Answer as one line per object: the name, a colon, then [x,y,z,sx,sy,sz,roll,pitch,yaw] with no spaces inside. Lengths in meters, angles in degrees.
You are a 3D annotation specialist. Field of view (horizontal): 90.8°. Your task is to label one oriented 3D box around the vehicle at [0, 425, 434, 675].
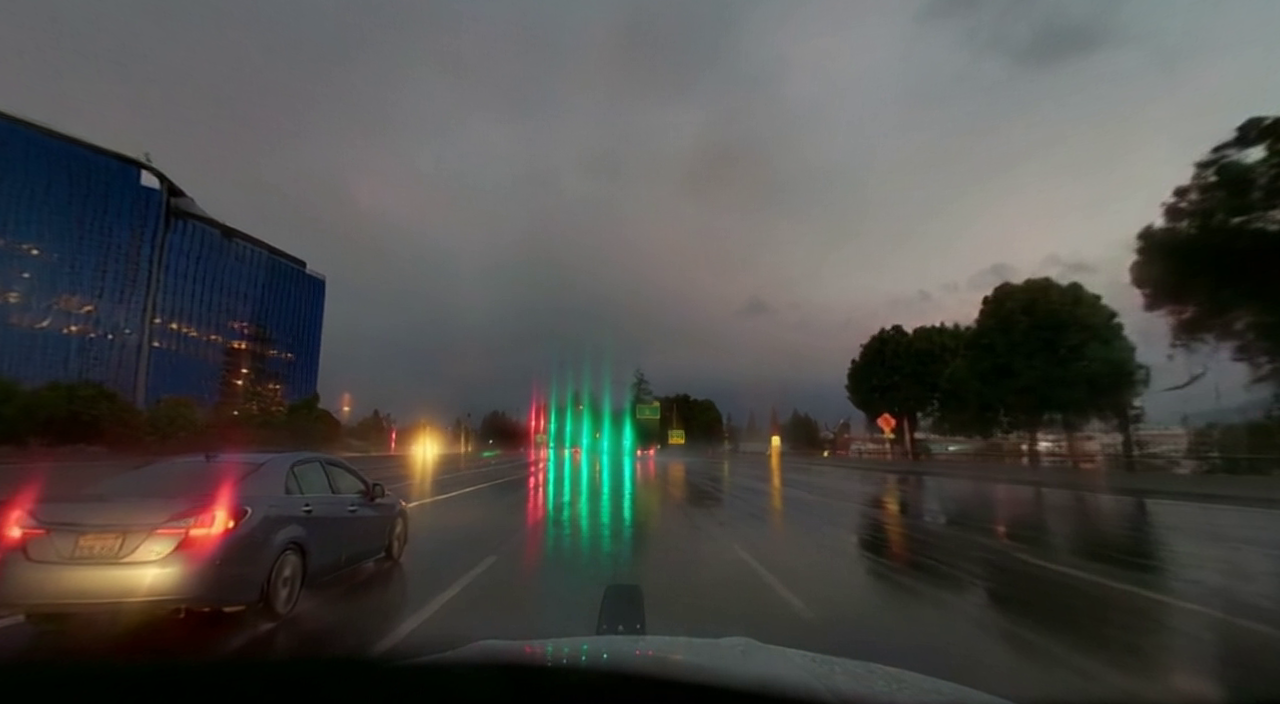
vehicle: [-3.698,1.515,6.038,2.018,1.476,4.364,0,-8,0]
